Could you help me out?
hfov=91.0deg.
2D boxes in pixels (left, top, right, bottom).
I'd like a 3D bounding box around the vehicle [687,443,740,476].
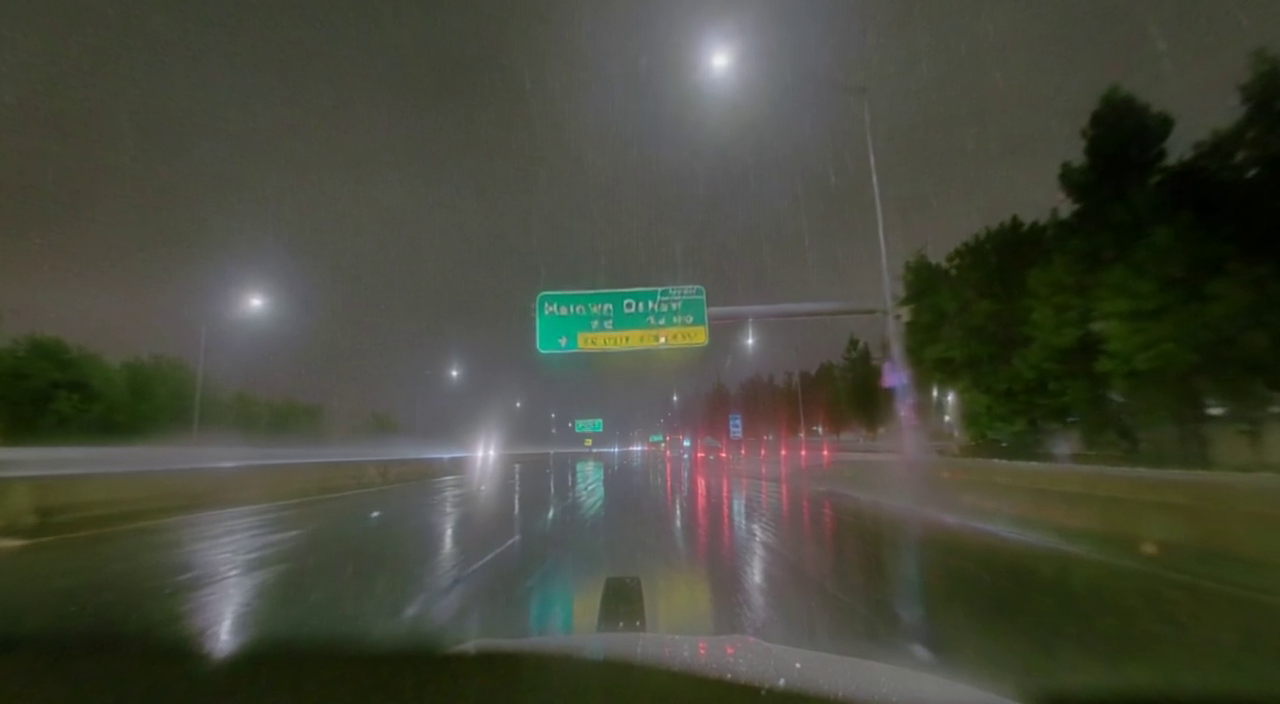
[{"bbox_3d":[3.585,5.360,31.550,2.033,1.501,4.398,0,-9,-1],"label":"vehicle"}]
